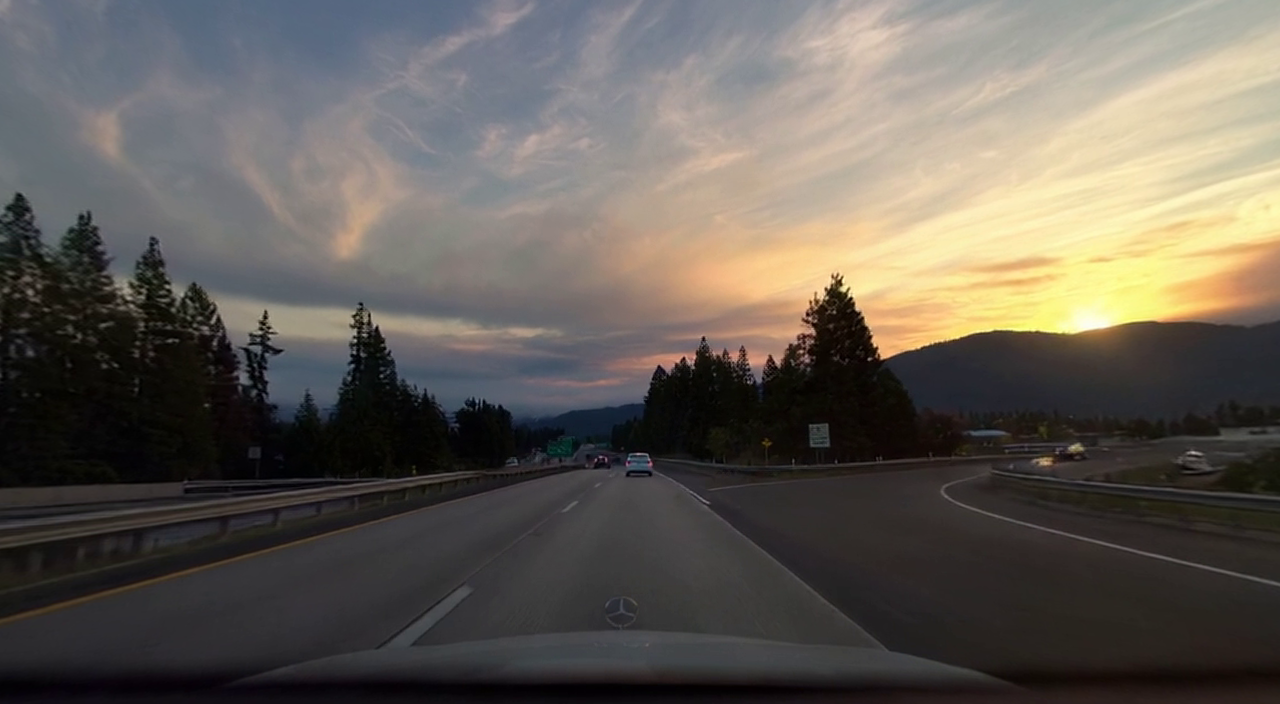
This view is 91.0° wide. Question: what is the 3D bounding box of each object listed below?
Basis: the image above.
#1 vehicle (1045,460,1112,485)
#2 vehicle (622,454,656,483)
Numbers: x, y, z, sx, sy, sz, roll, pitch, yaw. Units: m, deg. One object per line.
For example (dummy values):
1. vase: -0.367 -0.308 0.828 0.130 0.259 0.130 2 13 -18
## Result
1. vehicle: 32.347 8.853 46.406 4.341 1.658 1.965 4 -9 -23
2. vehicle: -0.085 7.454 40.374 2.130 1.684 3.826 0 -9 -1
